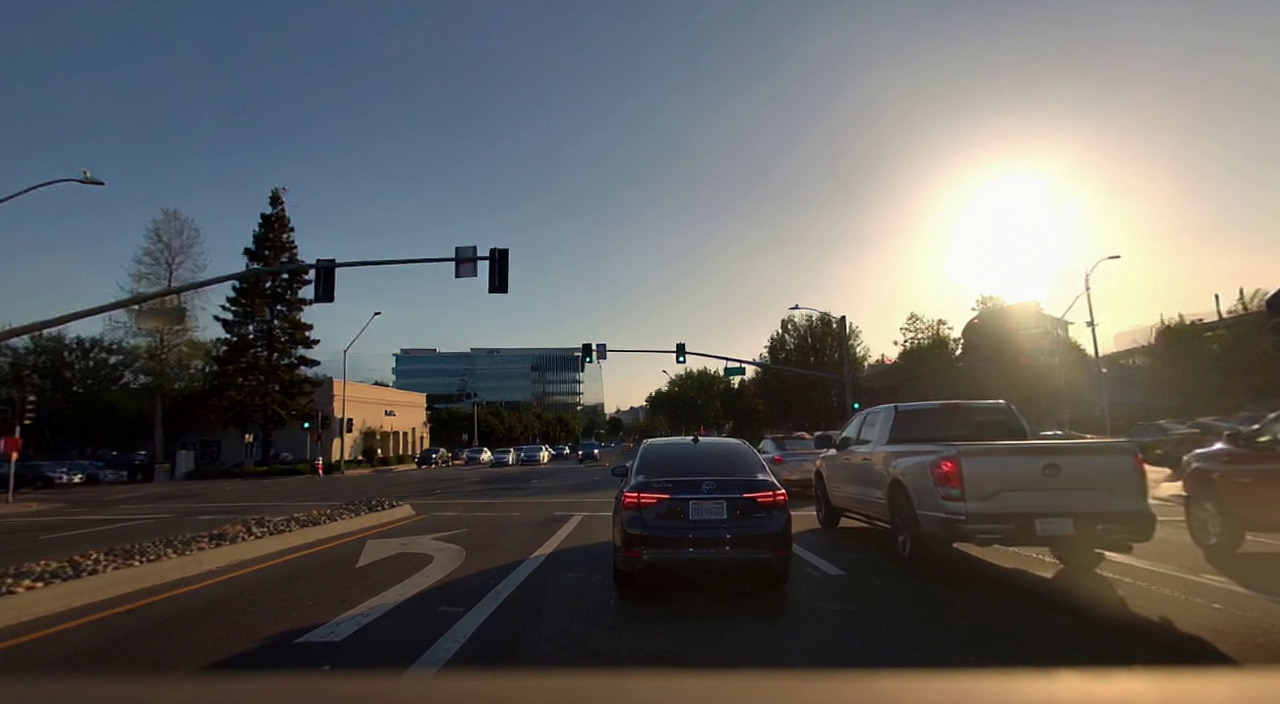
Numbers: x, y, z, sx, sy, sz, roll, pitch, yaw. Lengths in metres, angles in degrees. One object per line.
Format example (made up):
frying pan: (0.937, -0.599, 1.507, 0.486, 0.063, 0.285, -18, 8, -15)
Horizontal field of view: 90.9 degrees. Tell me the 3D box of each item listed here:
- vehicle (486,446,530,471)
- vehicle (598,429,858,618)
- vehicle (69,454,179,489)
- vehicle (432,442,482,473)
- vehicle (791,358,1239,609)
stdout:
vehicle: (-8.408, 6.815, 40.477, 2.002, 1.469, 4.301, 0, -8, -1)
vehicle: (0.604, 1.612, 6.874, 2.038, 1.447, 3.756, 0, -8, -3)
vehicle: (-29.078, 6.703, 35.600, 4.789, 1.828, 2.025, -2, -9, 10)
vehicle: (-11.879, 6.846, 41.227, 1.991, 1.844, 4.393, 0, -8, 0)
vehicle: (3.815, 1.491, 8.070, 2.358, 2.116, 5.328, 0, -8, -1)
